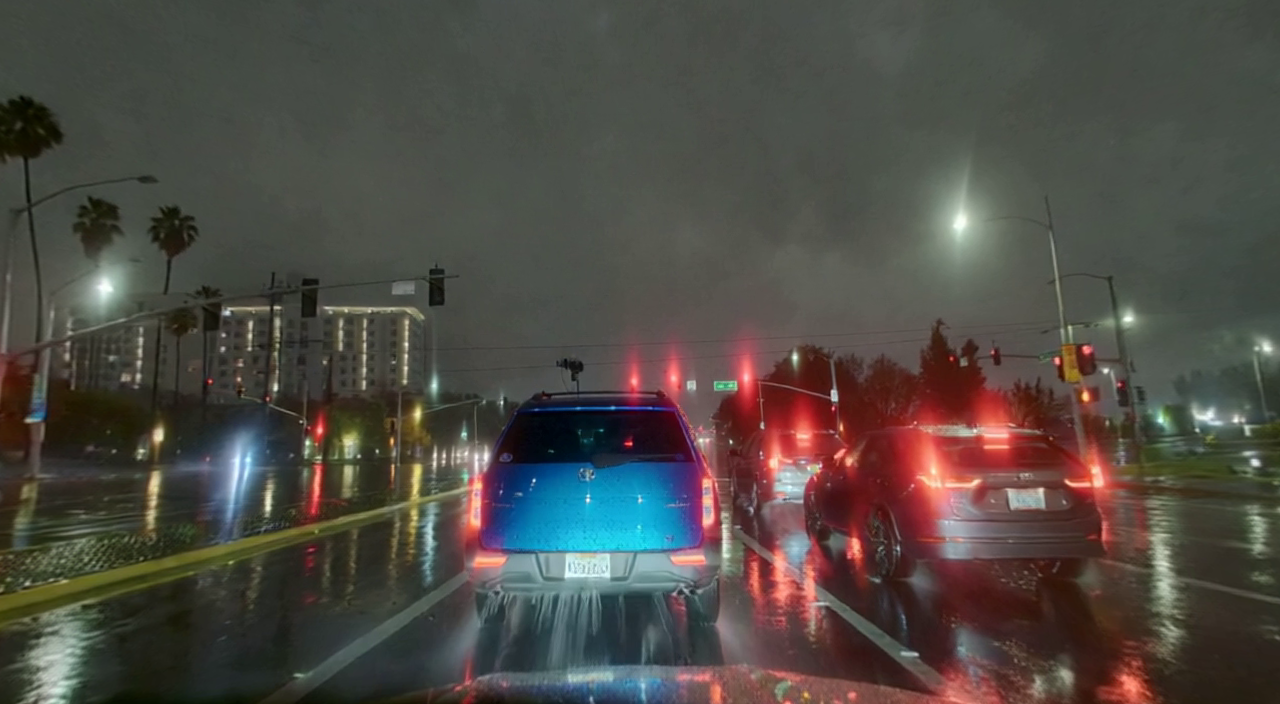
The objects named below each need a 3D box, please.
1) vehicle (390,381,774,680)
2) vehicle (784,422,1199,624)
[{"bbox_3d":[-0.332,1.315,5.682,2.172,1.694,4.055,0,-8,0],"label":"vehicle"},{"bbox_3d":[3.128,1.606,6.957,1.971,1.473,4.495,0,-8,0],"label":"vehicle"}]
